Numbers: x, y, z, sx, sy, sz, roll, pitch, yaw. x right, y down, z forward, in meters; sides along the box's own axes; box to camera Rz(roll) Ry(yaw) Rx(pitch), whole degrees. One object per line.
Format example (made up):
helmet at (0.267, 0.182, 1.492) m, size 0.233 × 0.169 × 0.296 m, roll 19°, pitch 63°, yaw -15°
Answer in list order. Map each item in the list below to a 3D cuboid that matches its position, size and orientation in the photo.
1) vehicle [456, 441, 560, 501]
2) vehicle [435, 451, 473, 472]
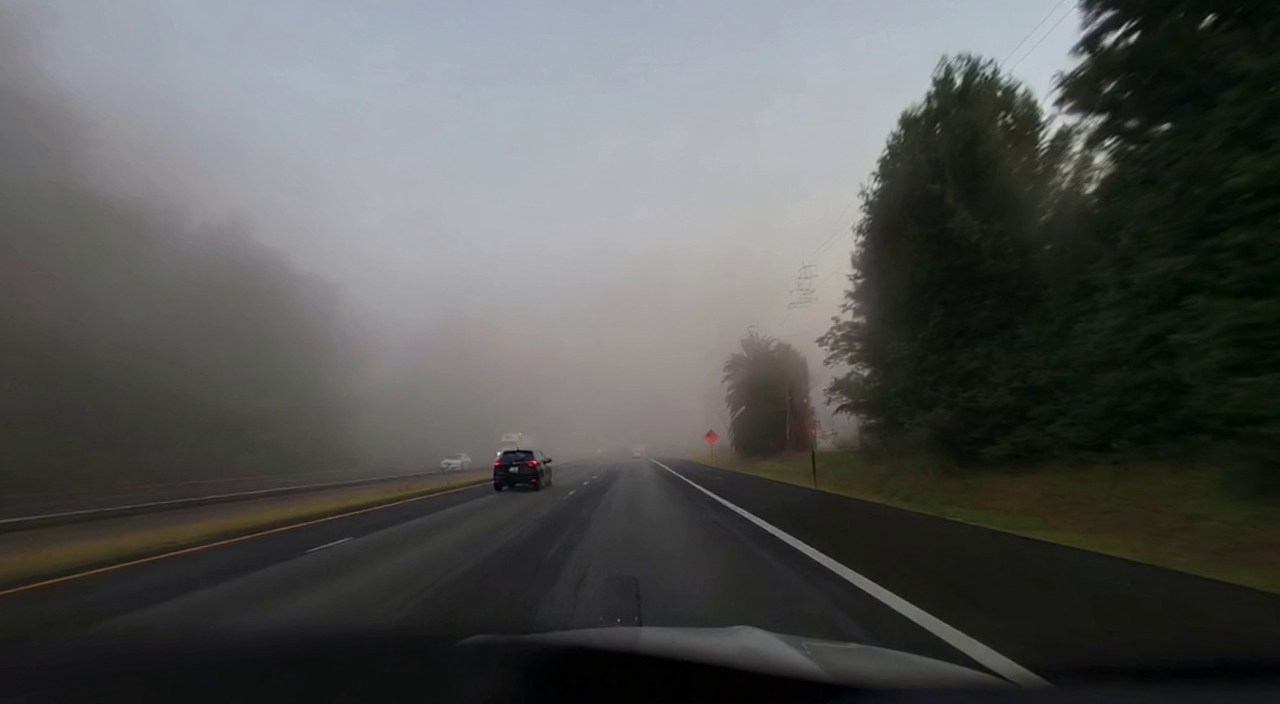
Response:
vehicle at (-3.715, 3.438, 18.534) m, size 2.123 × 1.545 × 4.404 m, roll 0°, pitch -9°, yaw 0°
vehicle at (-13.276, 7.823, 44.845) m, size 1.642 × 1.383 × 3.633 m, roll 0°, pitch -9°, yaw -1°
